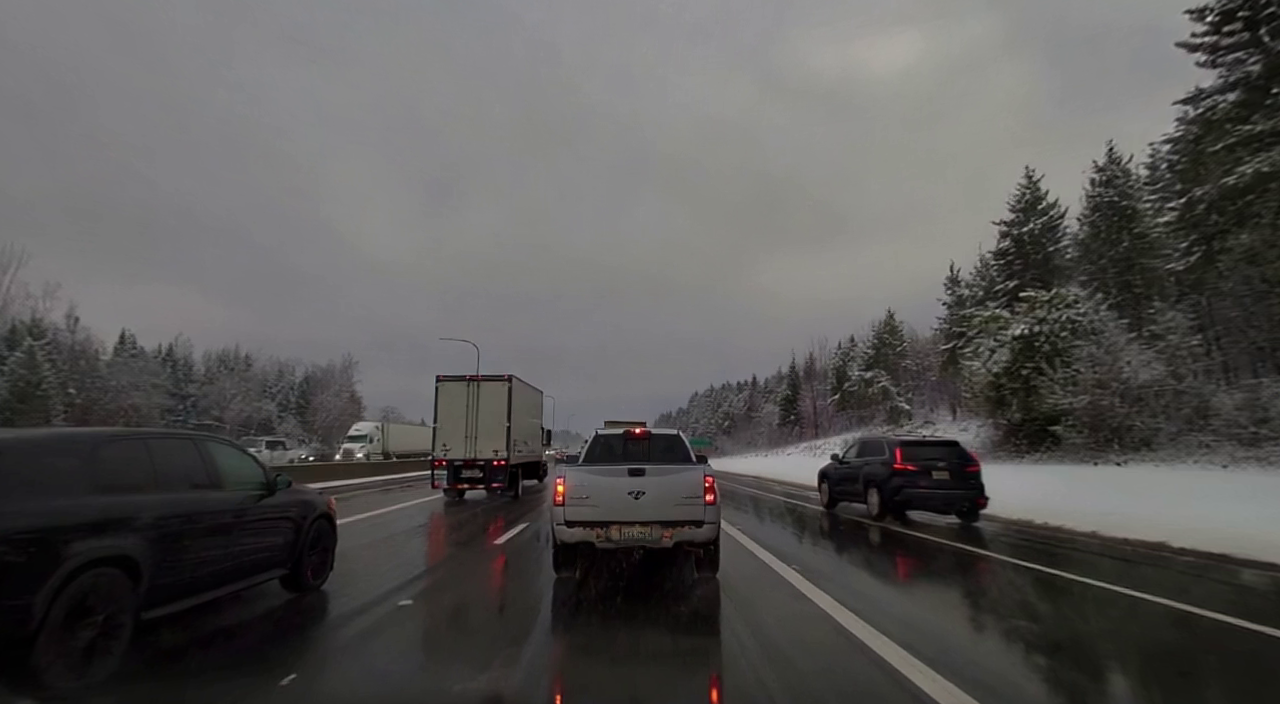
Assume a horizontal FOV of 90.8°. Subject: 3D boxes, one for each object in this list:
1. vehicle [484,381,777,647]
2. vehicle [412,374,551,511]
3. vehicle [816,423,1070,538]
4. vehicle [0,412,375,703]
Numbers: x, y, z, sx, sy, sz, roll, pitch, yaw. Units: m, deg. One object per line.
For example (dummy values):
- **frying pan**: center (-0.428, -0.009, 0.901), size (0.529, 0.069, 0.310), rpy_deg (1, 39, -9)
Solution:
- **vehicle**: center (-0.098, 1.363, 6.096), size (1.995, 1.798, 3.380), rpy_deg (0, -9, -1)
- **vehicle**: center (-3.990, 2.511, 17.438), size (2.302, 3.034, 6.668), rpy_deg (0, -9, -2)
- **vehicle**: center (5.537, 2.419, 12.536), size (2.182, 1.781, 4.875), rpy_deg (1, -9, -7)
- **vehicle**: center (-3.942, 1.320, 4.707), size (1.986, 1.501, 4.407), rpy_deg (-1, -9, 0)
